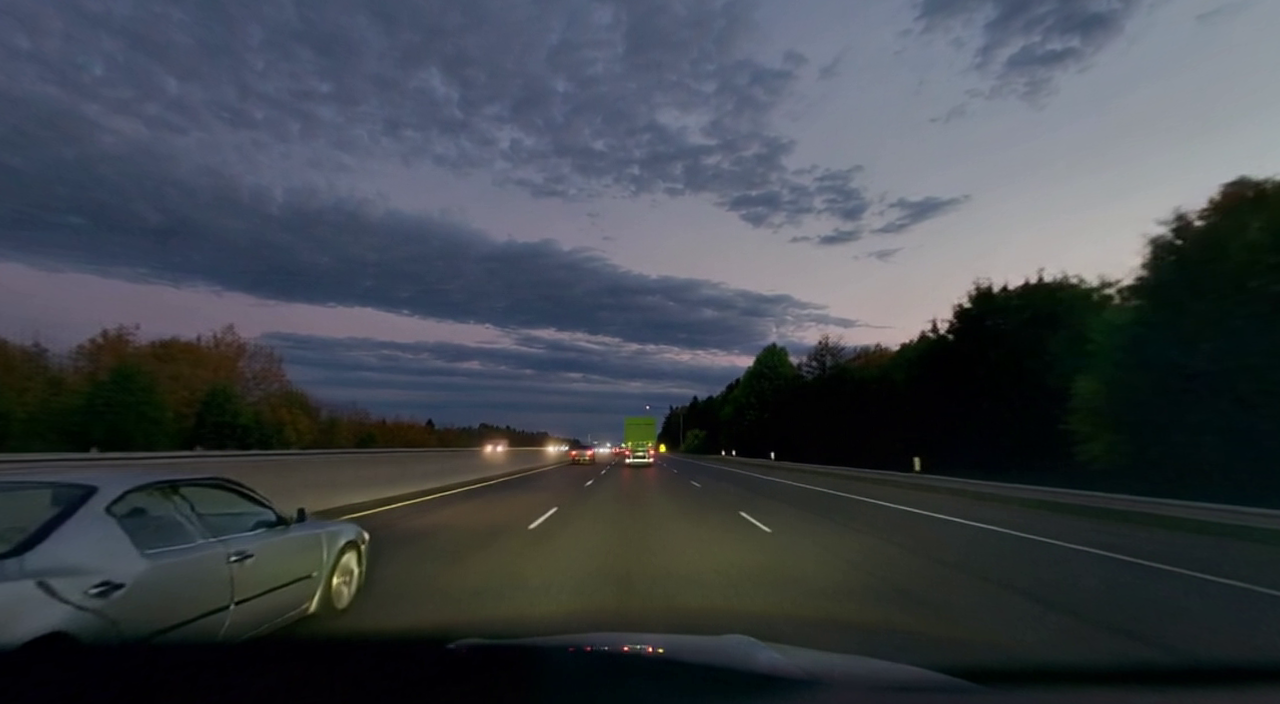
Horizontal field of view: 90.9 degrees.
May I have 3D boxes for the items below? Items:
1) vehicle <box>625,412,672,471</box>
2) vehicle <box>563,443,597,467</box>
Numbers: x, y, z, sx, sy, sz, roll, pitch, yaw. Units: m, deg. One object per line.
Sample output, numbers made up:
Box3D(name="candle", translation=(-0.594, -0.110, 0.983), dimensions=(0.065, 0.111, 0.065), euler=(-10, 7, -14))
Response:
Box3D(name="vehicle", translation=(0.446, 6.226, 43.690), dimensions=(2.893, 3.628, 9.081), euler=(0, -9, -1))
Box3D(name="vehicle", translation=(-4.387, 7.582, 46.433), dimensions=(2.079, 1.656, 3.965), euler=(0, -9, 0))
